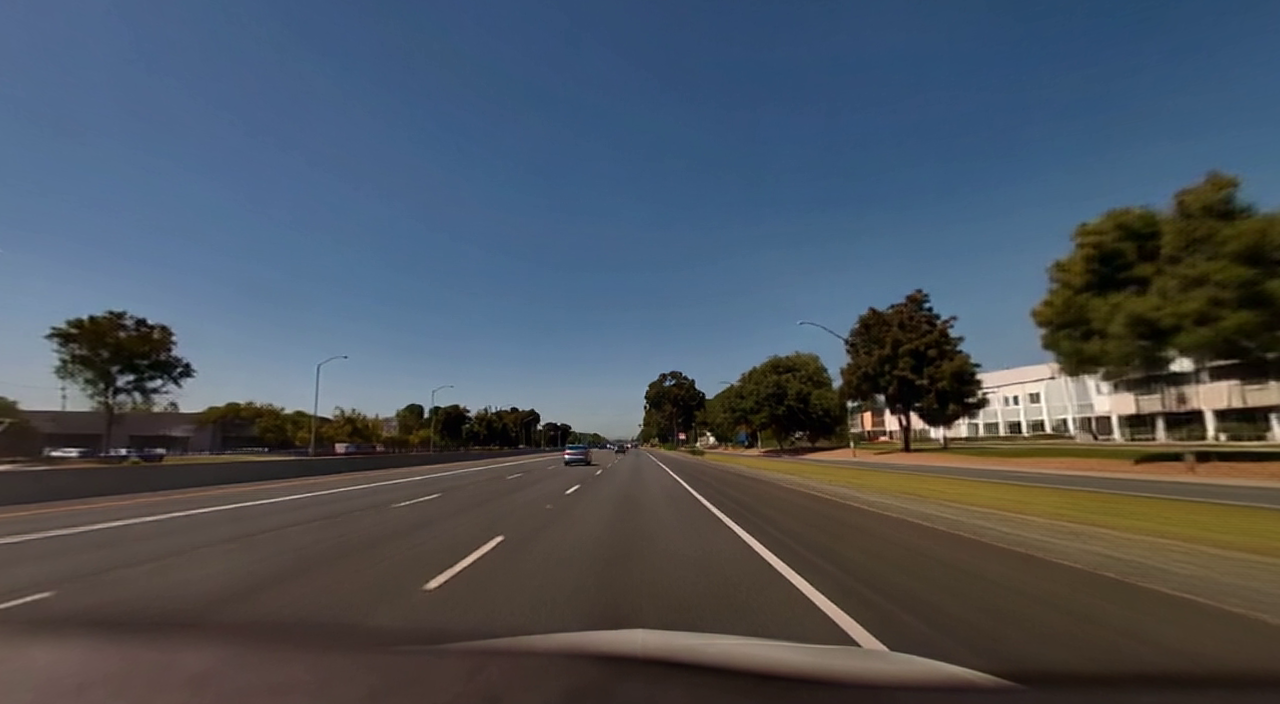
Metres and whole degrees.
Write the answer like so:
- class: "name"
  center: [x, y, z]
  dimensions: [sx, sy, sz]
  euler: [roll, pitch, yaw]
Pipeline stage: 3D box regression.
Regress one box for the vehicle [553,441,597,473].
- class: "vehicle"
  center: [-3.872, 6.348, 38.423]
  dimensions: [2.150, 1.761, 4.697]
  euler: [0, -8, 0]
